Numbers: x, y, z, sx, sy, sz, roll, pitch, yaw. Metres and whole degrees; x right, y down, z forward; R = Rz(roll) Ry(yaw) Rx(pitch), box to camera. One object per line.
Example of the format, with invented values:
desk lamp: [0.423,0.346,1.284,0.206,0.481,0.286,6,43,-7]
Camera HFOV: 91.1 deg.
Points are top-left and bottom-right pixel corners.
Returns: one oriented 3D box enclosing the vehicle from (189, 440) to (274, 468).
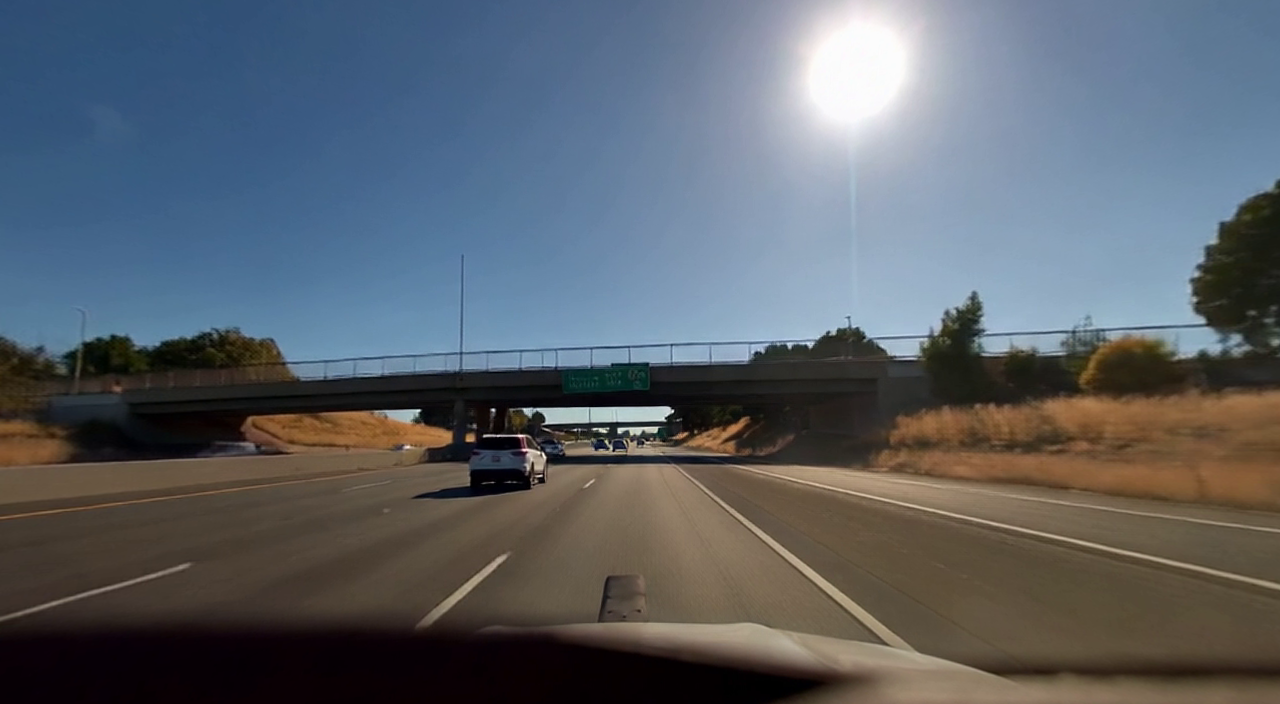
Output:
vehicle: [-29.345,7.305,45.393,2.213,1.868,5.794,0,-8,1]

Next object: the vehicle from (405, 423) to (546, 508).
vehicle: [-3.655,2.615,14.895,2.048,1.705,4.384,0,-8,1]
